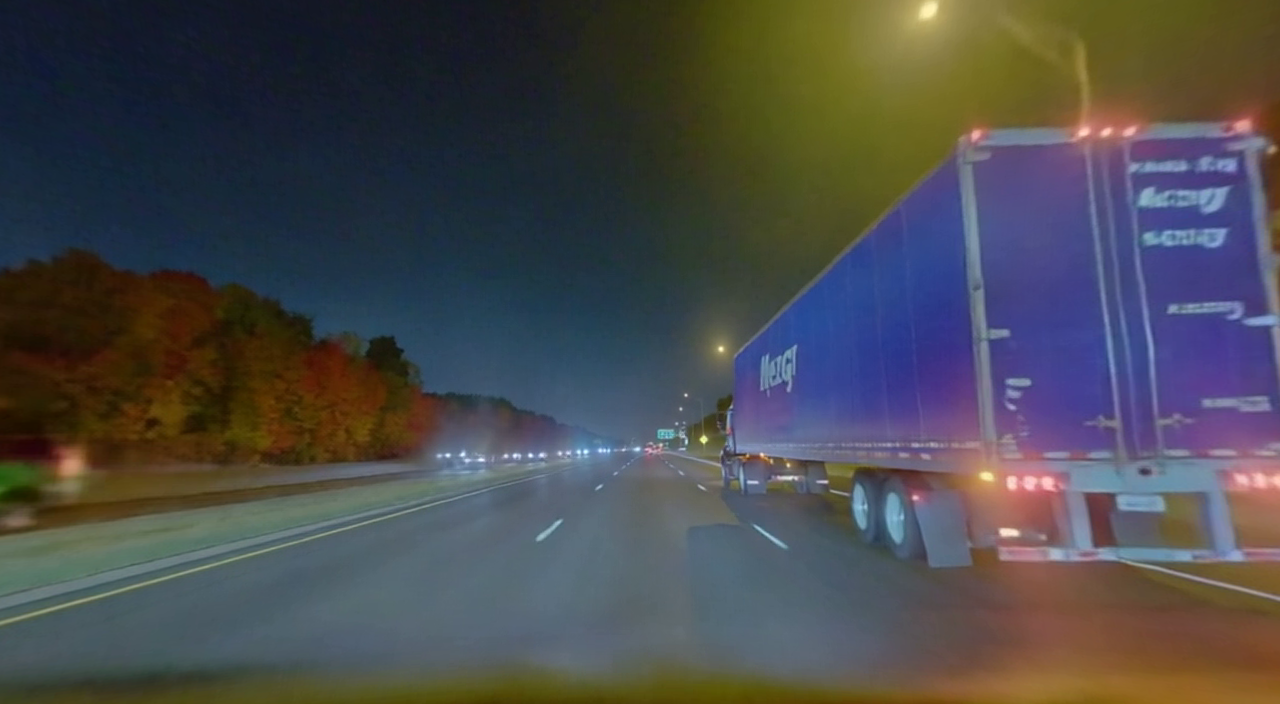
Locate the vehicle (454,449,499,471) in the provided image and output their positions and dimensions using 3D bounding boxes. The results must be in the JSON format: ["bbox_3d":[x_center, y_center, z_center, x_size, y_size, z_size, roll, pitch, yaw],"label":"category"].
[{"bbox_3d":[-11.522,7.610,44.365,1.911,1.494,4.303,-1,-9,2],"label":"vehicle"}]

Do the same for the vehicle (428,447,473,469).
[{"bbox_3d":[-14.880,8.297,49.359,2.075,1.608,4.299,-1,-9,2],"label":"vehicle"}]

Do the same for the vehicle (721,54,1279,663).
[{"bbox_3d":[4.105,1.179,12.261,3.003,3.880,16.814,0,-9,1],"label":"vehicle"}]
